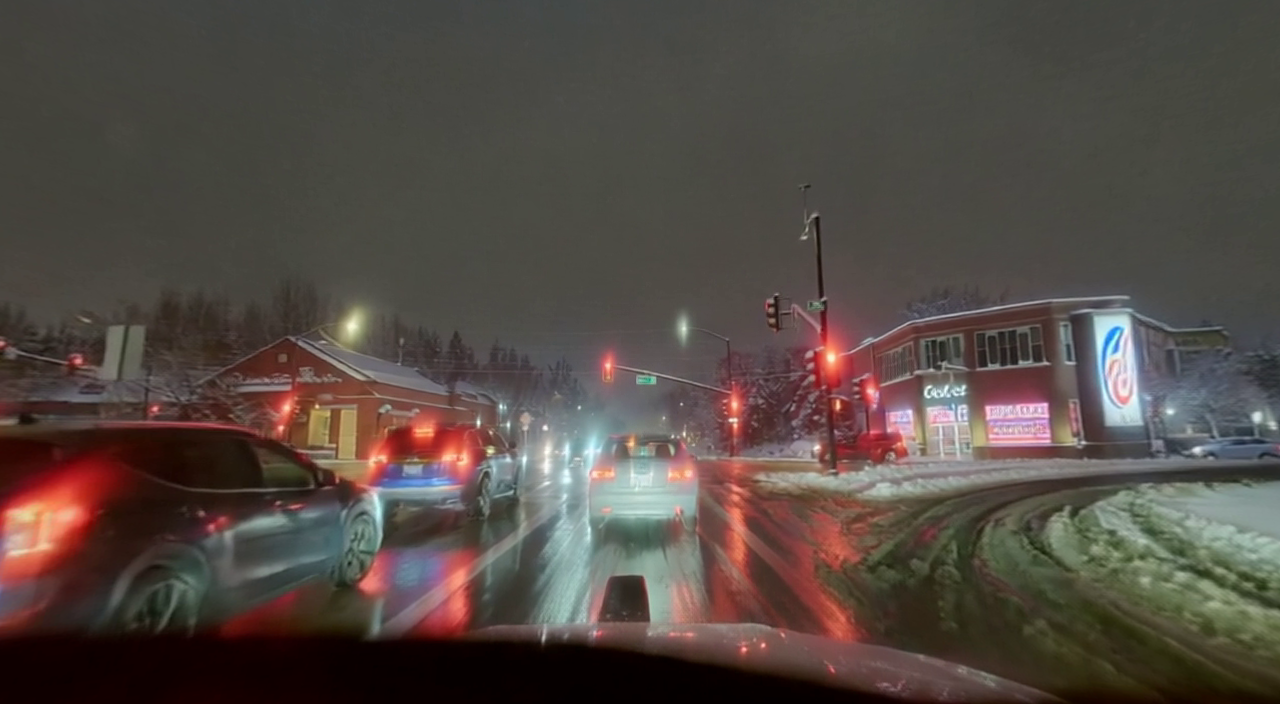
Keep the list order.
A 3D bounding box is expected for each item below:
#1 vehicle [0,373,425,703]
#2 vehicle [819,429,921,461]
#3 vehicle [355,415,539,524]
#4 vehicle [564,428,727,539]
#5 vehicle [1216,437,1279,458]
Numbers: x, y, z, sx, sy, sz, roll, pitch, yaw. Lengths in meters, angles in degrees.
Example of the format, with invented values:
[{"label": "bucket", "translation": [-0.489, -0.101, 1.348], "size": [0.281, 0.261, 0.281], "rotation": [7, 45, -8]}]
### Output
[{"label": "vehicle", "translation": [-3.323, 1.150, 4.412], "size": [2.029, 1.517, 4.375], "rotation": [0, -8, 1]}, {"label": "vehicle", "translation": [13.003, 5.306, 35.842], "size": [5.032, 1.762, 1.982], "rotation": [0, -8, 0]}, {"label": "vehicle", "translation": [-3.418, 2.182, 12.187], "size": [2.009, 1.704, 4.230], "rotation": [0, -8, 3]}, {"label": "vehicle", "translation": [0.163, 2.103, 10.721], "size": [2.258, 1.507, 3.896], "rotation": [-1, -8, 3]}, {"label": "vehicle", "translation": [43.625, 6.684, 44.274], "size": [4.582, 1.442, 1.860], "rotation": [0, -8, -2]}]
